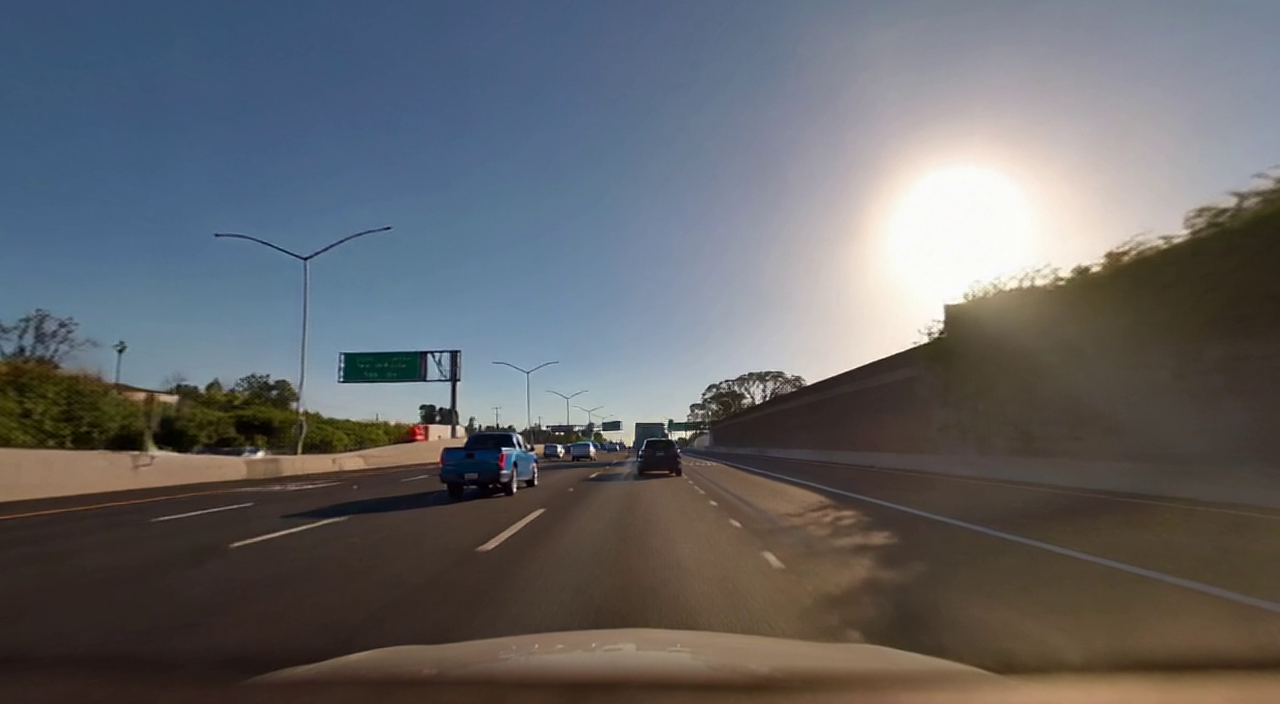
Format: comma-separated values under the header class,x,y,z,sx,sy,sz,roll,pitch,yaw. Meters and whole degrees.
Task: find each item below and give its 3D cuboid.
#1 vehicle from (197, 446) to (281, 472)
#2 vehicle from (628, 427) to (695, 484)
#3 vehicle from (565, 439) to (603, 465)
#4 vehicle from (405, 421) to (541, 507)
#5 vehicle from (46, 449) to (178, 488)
class,x,y,z,sx,sy,sz,roll,pitch,yaw
vehicle,-28.087,7.496,44.471,2.174,1.678,5.678,0,-8,1
vehicle,0.708,3.622,22.347,2.083,1.792,4.782,0,-8,1
vehicle,-3.639,6.586,41.717,1.961,1.591,4.756,0,-8,1
vehicle,-3.916,2.745,15.893,1.954,1.792,5.187,0,-8,0
vehicle,-21.200,4.655,25.571,1.893,1.439,3.908,0,-8,1
